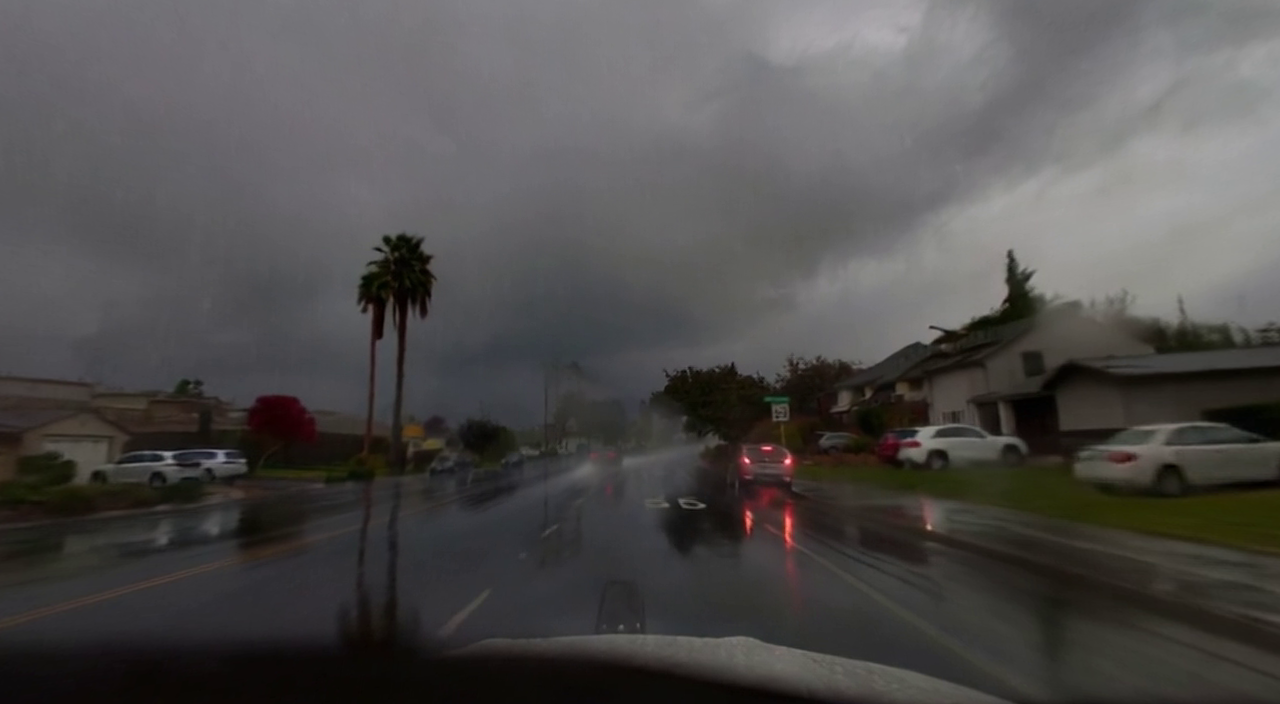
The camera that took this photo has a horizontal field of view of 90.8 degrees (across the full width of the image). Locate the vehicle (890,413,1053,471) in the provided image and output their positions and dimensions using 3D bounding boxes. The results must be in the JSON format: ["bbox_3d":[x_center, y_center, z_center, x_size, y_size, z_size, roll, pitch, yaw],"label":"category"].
[{"bbox_3d":[11.969,3.334,23.114,4.710,1.731,1.972,-4,-10,7],"label":"vehicle"}]

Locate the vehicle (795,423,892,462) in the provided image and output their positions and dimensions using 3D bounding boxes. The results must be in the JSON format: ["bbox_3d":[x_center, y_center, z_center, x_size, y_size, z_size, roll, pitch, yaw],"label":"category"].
[{"bbox_3d":[13.611,6.107,42.370,5.550,2.066,2.288,-10,-13,29],"label":"vehicle"}]

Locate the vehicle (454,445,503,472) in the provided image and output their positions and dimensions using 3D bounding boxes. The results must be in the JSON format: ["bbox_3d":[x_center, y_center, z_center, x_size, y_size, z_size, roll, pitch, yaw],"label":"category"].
[{"bbox_3d":[-12.470,8.313,49.222,2.131,1.902,4.924,-3,-10,6],"label":"vehicle"}]

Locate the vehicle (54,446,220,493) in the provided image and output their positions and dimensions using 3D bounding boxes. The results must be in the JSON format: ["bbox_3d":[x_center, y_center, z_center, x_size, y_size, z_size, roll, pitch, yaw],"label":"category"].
[{"bbox_3d":[-20.008,4.669,25.298,4.992,1.779,1.928,0,-9,2],"label":"vehicle"}]

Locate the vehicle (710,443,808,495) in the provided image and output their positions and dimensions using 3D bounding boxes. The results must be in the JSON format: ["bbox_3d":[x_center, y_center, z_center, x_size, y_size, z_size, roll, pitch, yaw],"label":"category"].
[{"bbox_3d":[3.683,3.735,20.586,2.025,1.456,4.865,0,-9,-3],"label":"vehicle"}]

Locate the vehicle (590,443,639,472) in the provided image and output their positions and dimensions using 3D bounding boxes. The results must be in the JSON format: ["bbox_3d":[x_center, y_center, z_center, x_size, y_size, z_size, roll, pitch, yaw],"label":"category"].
[{"bbox_3d":[-1.308,5.724,34.378,2.035,1.474,4.284,-1,-9,6],"label":"vehicle"}]

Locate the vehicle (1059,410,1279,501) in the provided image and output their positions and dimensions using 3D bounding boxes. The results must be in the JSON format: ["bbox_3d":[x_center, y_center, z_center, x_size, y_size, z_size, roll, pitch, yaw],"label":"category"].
[{"bbox_3d":[11.354,2.017,12.690,4.454,1.499,1.821,-3,-9,0],"label":"vehicle"}]

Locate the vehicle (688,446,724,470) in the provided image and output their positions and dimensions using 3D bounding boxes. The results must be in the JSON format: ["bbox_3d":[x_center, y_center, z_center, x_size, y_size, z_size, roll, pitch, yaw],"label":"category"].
[{"bbox_3d":[4.231,6.874,41.116,2.037,1.425,4.621,0,-9,3],"label":"vehicle"}]
